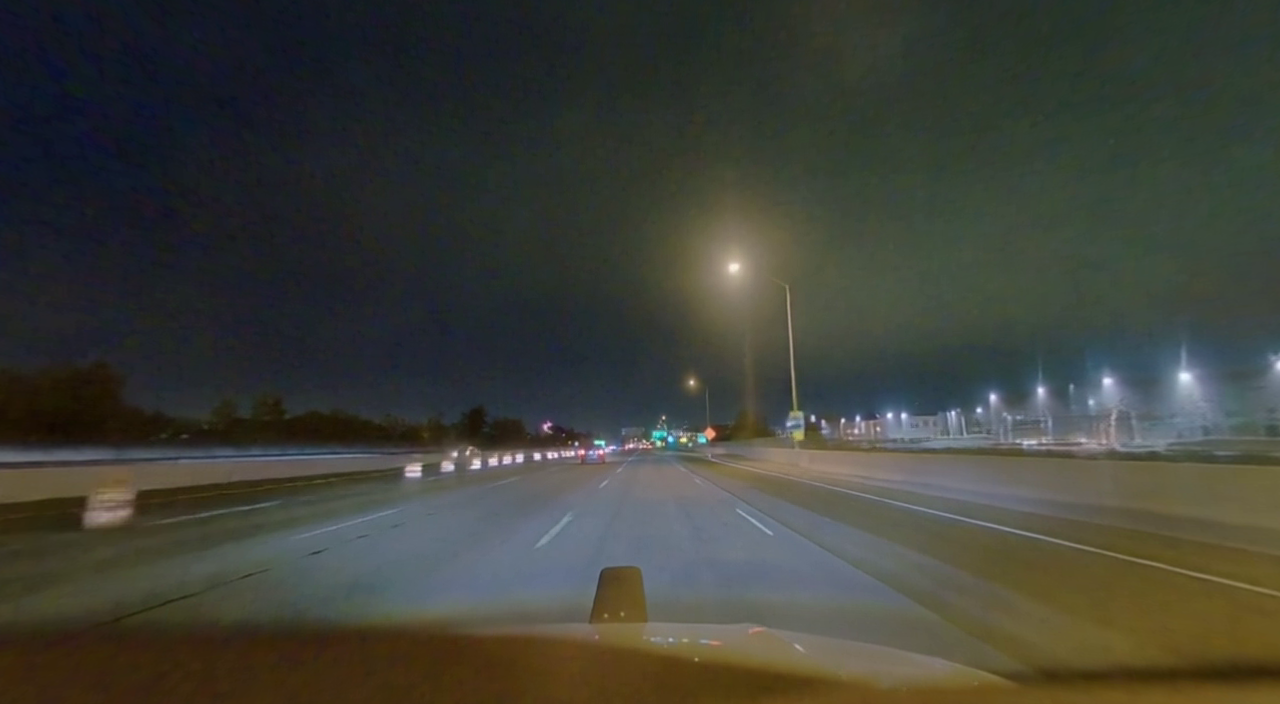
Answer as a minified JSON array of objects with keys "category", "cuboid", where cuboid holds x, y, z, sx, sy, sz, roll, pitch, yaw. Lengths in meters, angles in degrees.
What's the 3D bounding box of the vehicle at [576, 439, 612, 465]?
[{"category":"vehicle","cuboid":[-3.062,6.774,42.750,2.078,1.629,4.059,0,-8,1]}]
